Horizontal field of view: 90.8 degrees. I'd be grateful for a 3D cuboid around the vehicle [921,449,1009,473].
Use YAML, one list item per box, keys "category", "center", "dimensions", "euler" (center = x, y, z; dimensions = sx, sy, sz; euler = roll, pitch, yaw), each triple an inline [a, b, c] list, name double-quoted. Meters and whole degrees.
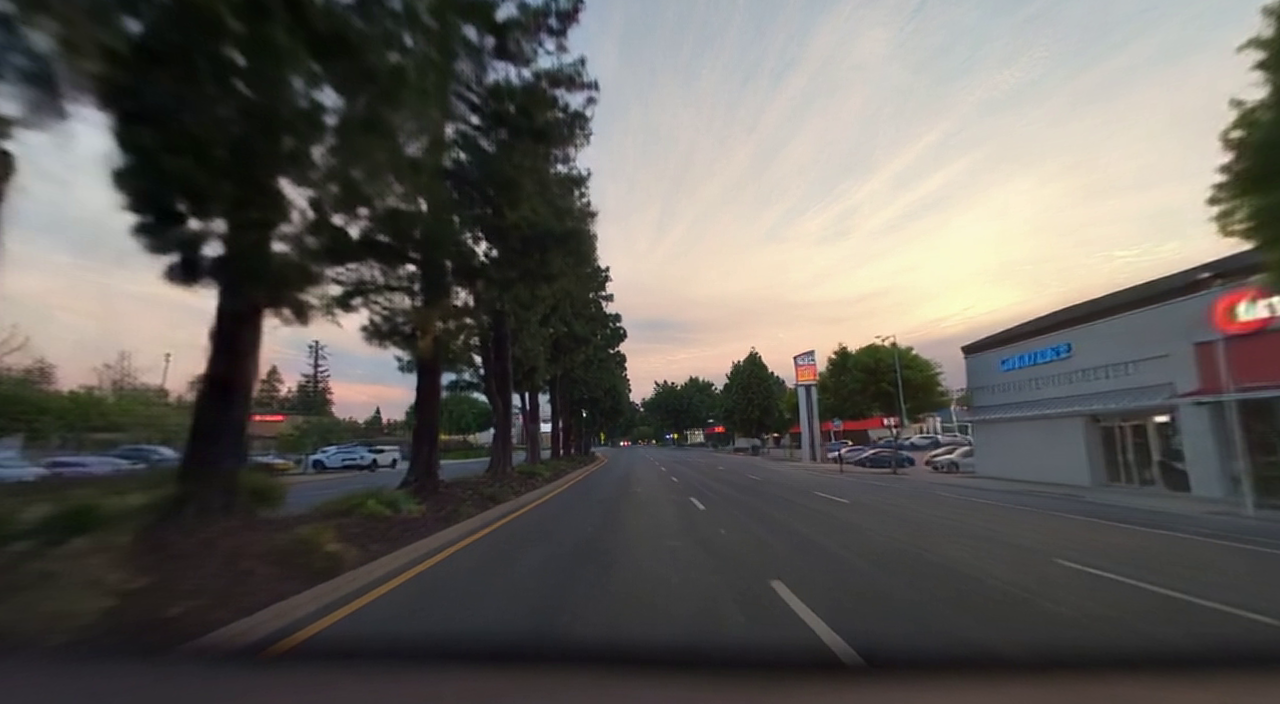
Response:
- category: "vehicle"
  center: [20.705, 6.940, 40.374]
  dimensions: [4.500, 1.456, 1.962]
  euler: [-1, -8, 2]
